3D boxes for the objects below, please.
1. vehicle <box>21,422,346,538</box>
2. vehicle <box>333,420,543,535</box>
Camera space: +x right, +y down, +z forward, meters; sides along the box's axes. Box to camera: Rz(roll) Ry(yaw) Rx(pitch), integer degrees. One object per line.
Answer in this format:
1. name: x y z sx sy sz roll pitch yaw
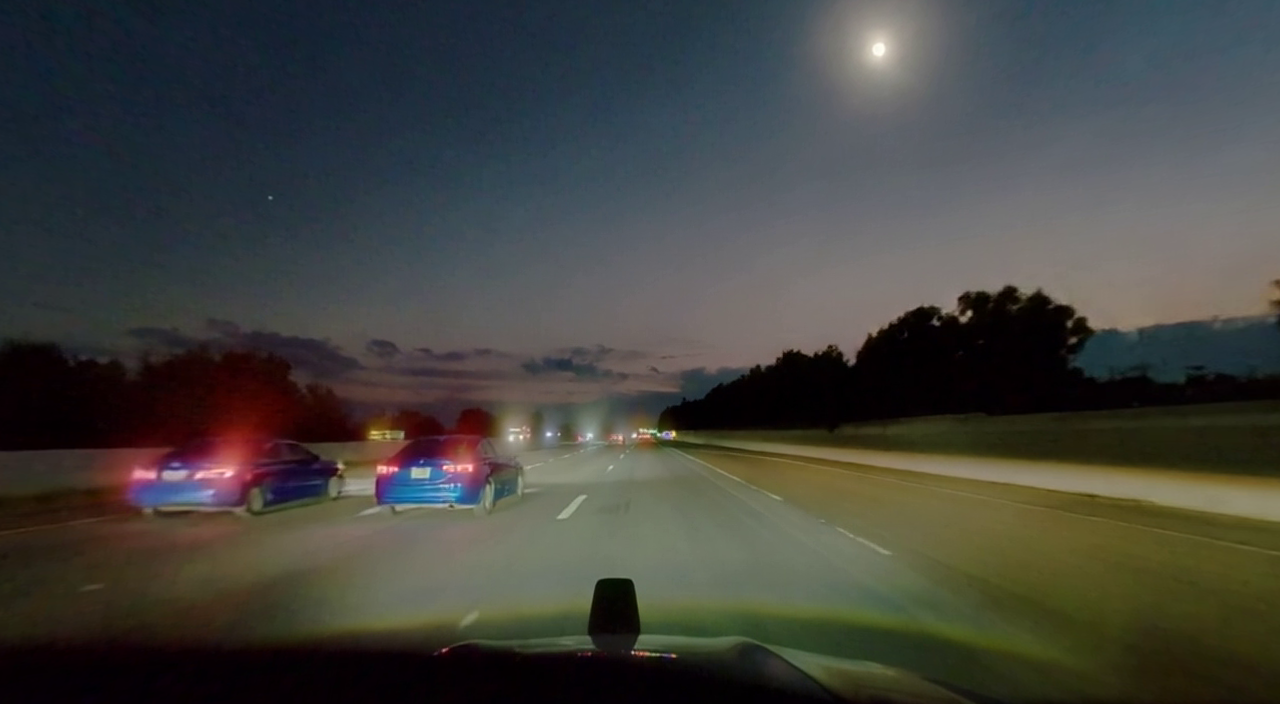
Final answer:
1. vehicle: -7.000 1.968 10.452 2.084 1.494 4.404 0 -8 0
2. vehicle: -2.973 1.925 10.289 2.079 1.500 3.881 0 -8 1
